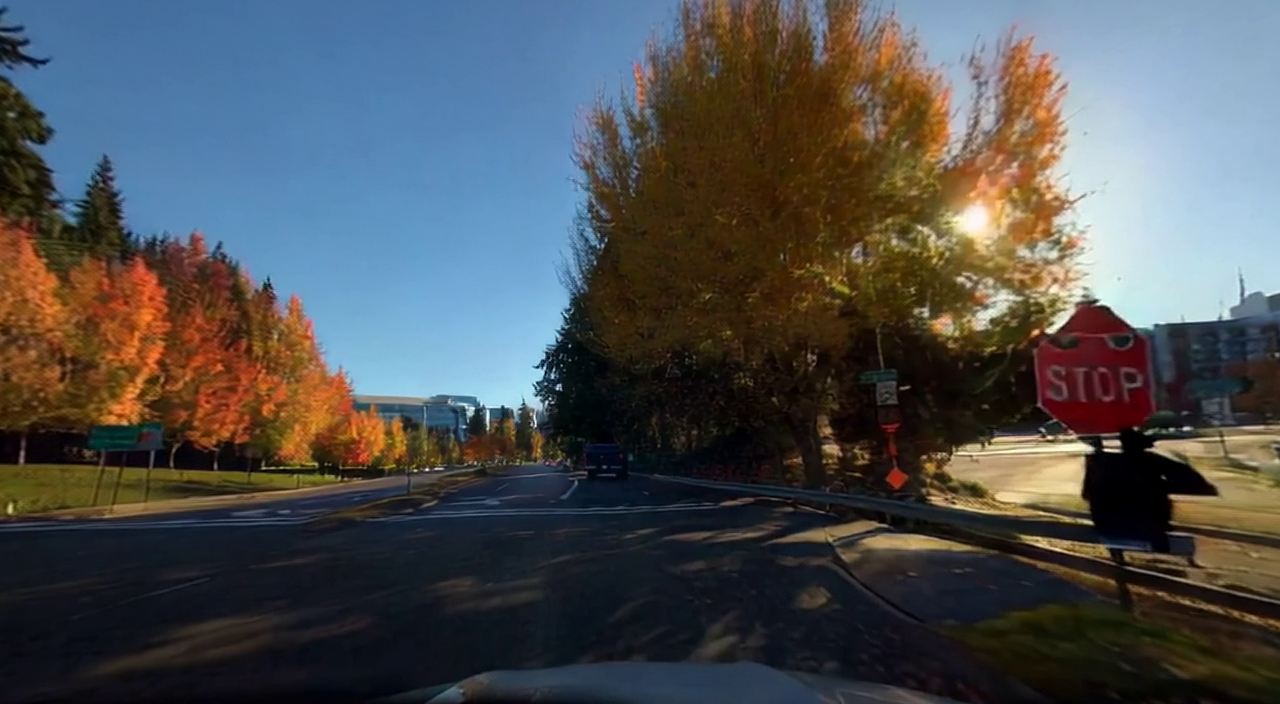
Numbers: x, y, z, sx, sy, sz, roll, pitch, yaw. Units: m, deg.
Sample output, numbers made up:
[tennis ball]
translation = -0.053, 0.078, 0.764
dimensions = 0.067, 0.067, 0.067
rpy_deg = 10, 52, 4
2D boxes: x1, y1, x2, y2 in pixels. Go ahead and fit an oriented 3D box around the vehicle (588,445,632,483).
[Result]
[vehicle]
translation = -1.631, 6.396, 36.384
dimensions = 2.284, 2.012, 5.607
rpy_deg = 0, -9, -1
